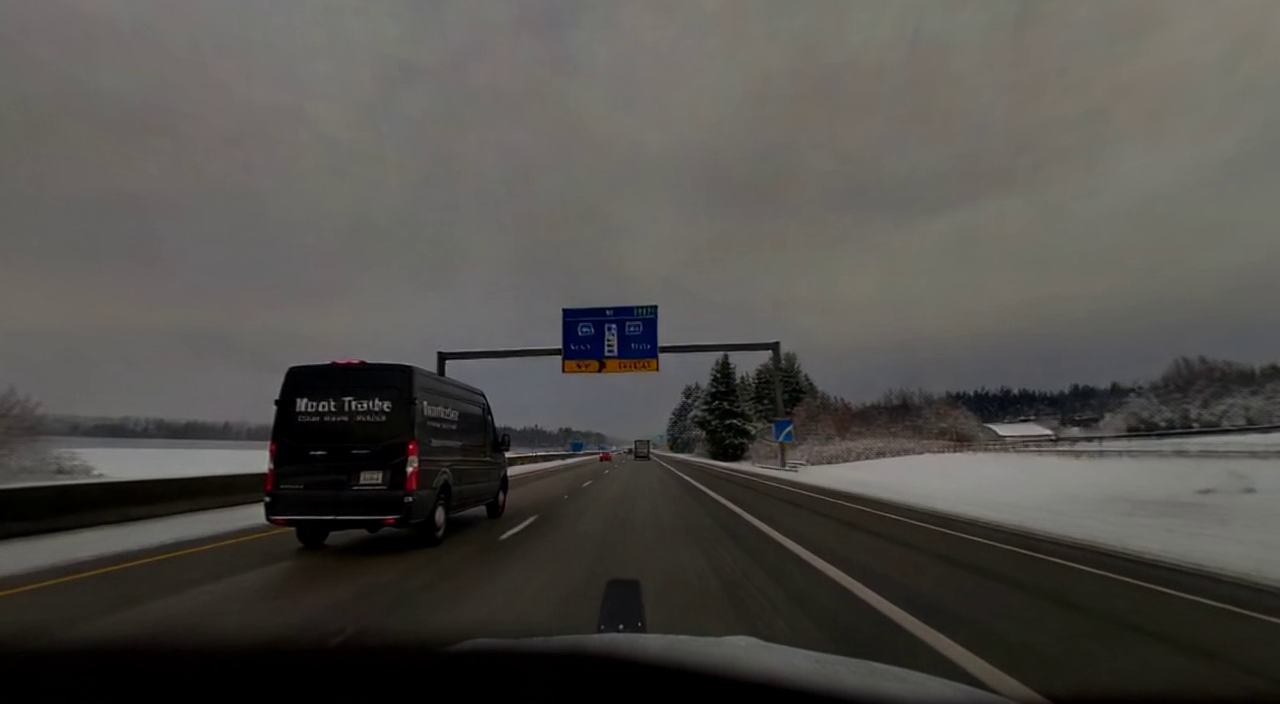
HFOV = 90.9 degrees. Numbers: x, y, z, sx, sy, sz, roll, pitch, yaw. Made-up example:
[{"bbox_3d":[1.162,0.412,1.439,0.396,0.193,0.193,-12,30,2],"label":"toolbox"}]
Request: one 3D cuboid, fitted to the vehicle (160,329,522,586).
[{"bbox_3d":[-3.701,1.583,10.032,2.320,2.636,7.021,0,-9,0],"label":"vehicle"}]
